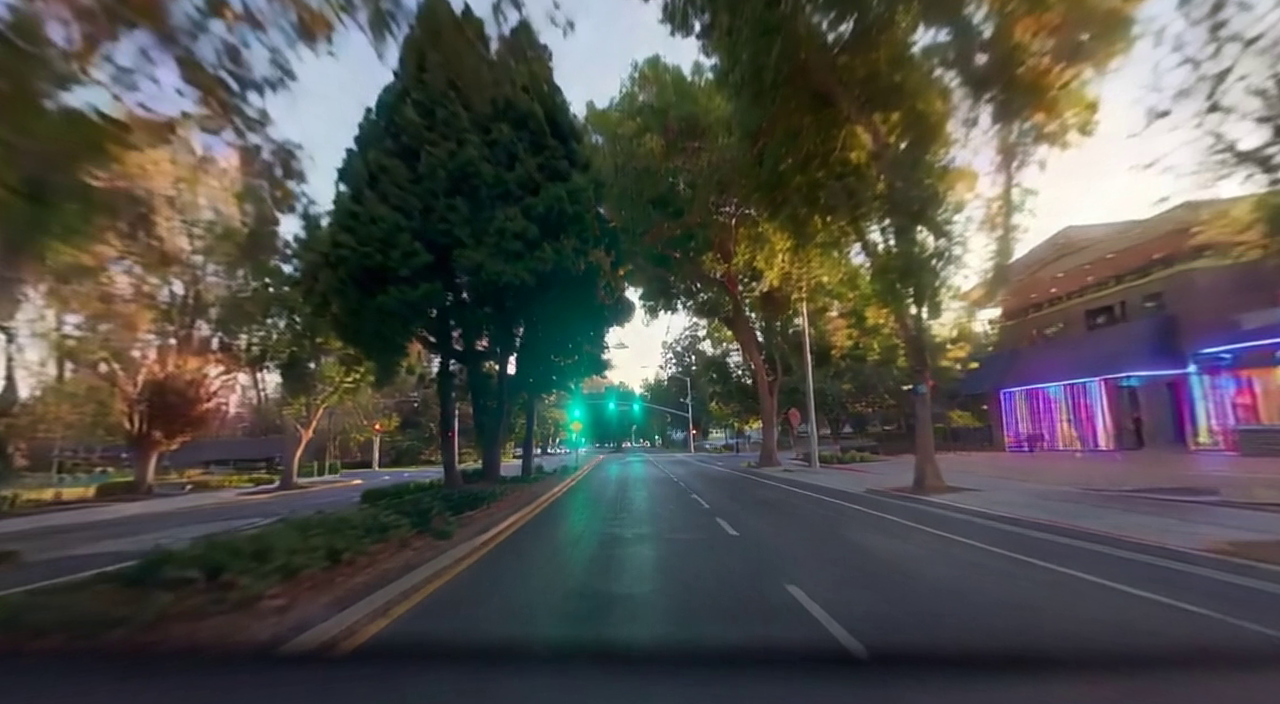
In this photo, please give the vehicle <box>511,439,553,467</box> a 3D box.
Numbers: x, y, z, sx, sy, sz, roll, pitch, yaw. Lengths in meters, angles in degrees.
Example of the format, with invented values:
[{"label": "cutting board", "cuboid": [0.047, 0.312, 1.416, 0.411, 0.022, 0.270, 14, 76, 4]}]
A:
[{"label": "vehicle", "cuboid": [-7.876, 7.432, 46.430, 2.176, 1.850, 4.909, -2, -8, 0]}]
